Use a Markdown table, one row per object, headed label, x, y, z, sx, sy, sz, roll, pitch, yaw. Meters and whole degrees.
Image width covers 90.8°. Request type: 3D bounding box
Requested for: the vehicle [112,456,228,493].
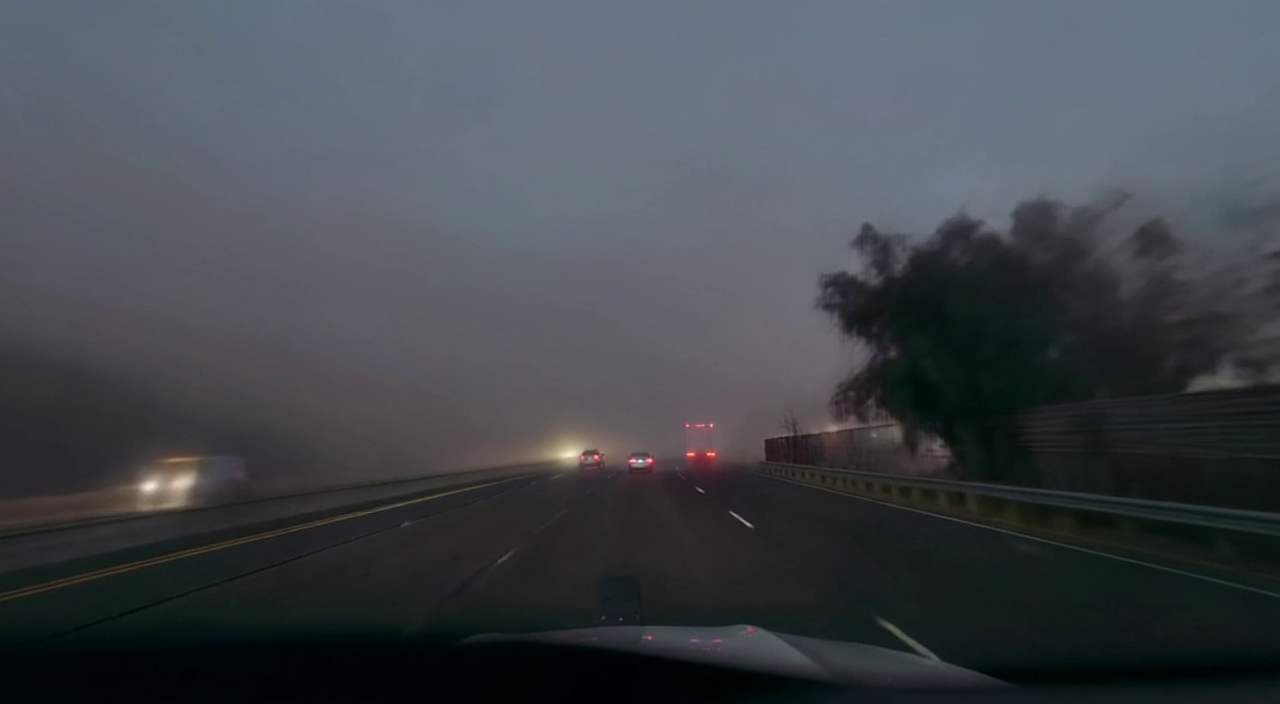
| label | x | y | z | sx | sy | sz | roll | pitch | yaw |
| --- | --- | --- | --- | --- | --- | --- | --- | --- | --- |
| vehicle | -23.869 | 6.199 | 32.353 | 1.976 | 1.631 | 5.170 | 0 | -9 | 0 |
